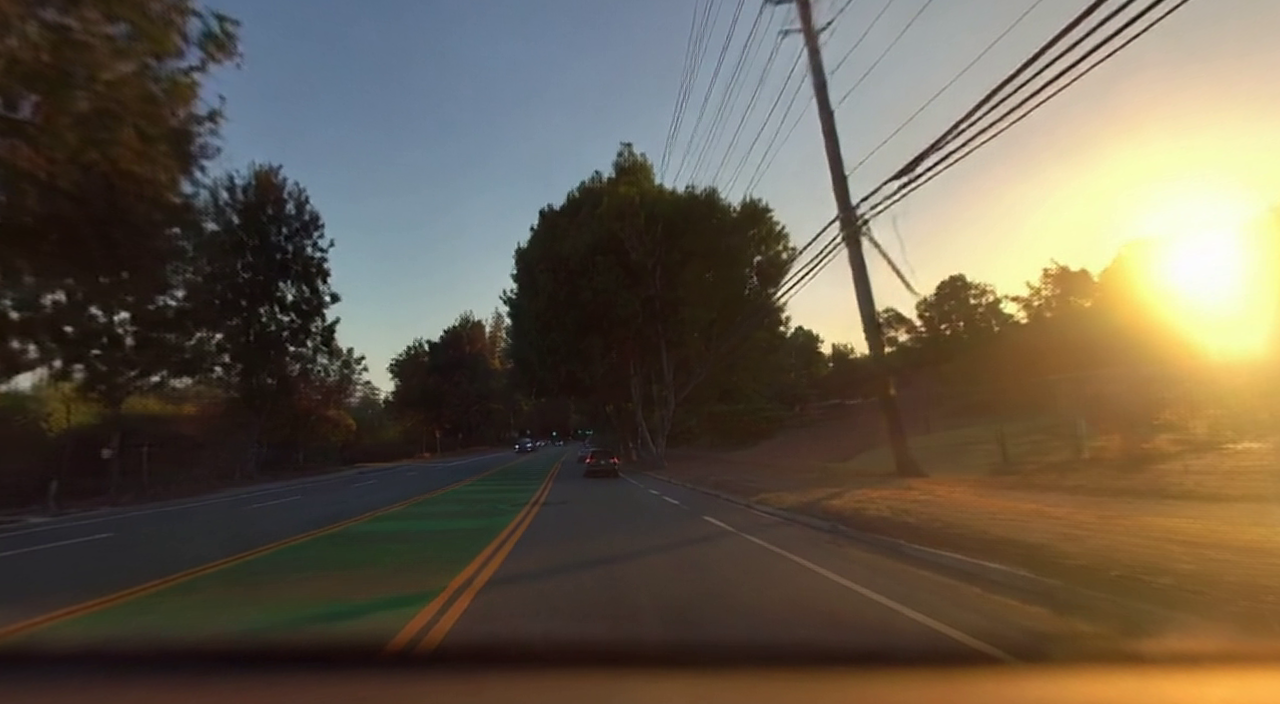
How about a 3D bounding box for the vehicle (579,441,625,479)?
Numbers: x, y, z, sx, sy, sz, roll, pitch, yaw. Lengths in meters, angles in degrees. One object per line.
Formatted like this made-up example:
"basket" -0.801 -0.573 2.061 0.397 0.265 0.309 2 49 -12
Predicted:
"vehicle" -2.012 5.430 32.105 2.140 1.767 4.720 1 -9 -6
